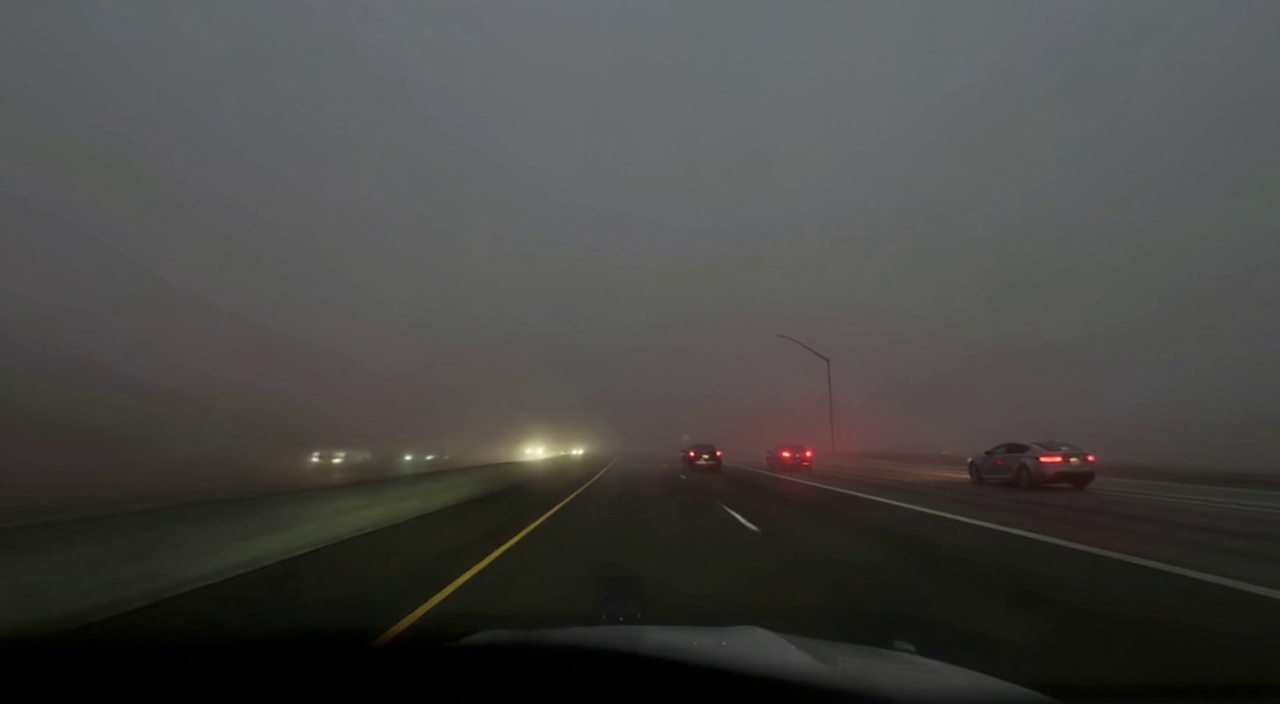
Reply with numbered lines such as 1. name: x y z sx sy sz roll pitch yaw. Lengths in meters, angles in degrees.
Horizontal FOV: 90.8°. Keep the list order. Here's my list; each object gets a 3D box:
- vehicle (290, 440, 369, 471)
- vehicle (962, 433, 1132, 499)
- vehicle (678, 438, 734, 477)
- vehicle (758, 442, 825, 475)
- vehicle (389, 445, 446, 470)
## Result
1. vehicle: -18.216 6.089 37.398 2.140 1.722 5.002 0 -9 -1
2. vehicle: 10.885 3.064 17.334 1.844 1.560 4.085 0 -9 -1
3. vehicle: 2.949 4.833 29.154 1.977 1.601 4.598 0 -9 -2
4. vehicle: 6.988 4.961 29.625 1.952 1.442 4.259 0 -9 -2
5. vehicle: -14.246 6.764 40.734 1.939 1.495 4.658 0 -9 0
